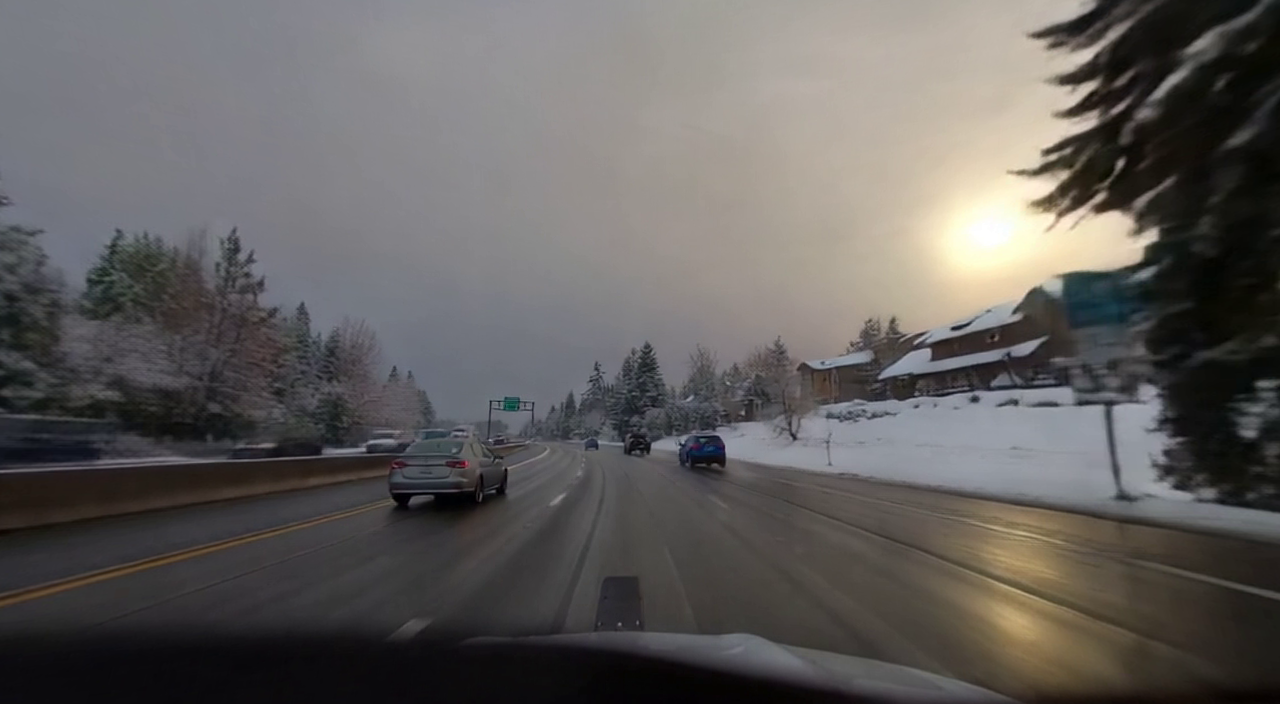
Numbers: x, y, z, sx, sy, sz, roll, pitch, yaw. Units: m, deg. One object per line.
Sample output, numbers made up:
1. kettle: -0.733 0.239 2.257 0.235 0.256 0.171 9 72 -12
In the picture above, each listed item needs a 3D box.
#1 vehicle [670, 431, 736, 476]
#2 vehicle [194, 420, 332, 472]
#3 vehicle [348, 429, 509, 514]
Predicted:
1. vehicle: 2.473 4.179 25.990 2.092 1.686 4.188 1 -9 -3
2. vehicle: -13.276 3.398 22.635 2.092 1.646 4.843 1 -9 -3
3. vehicle: -4.330 2.528 13.755 2.036 1.528 4.400 0 -9 -1
